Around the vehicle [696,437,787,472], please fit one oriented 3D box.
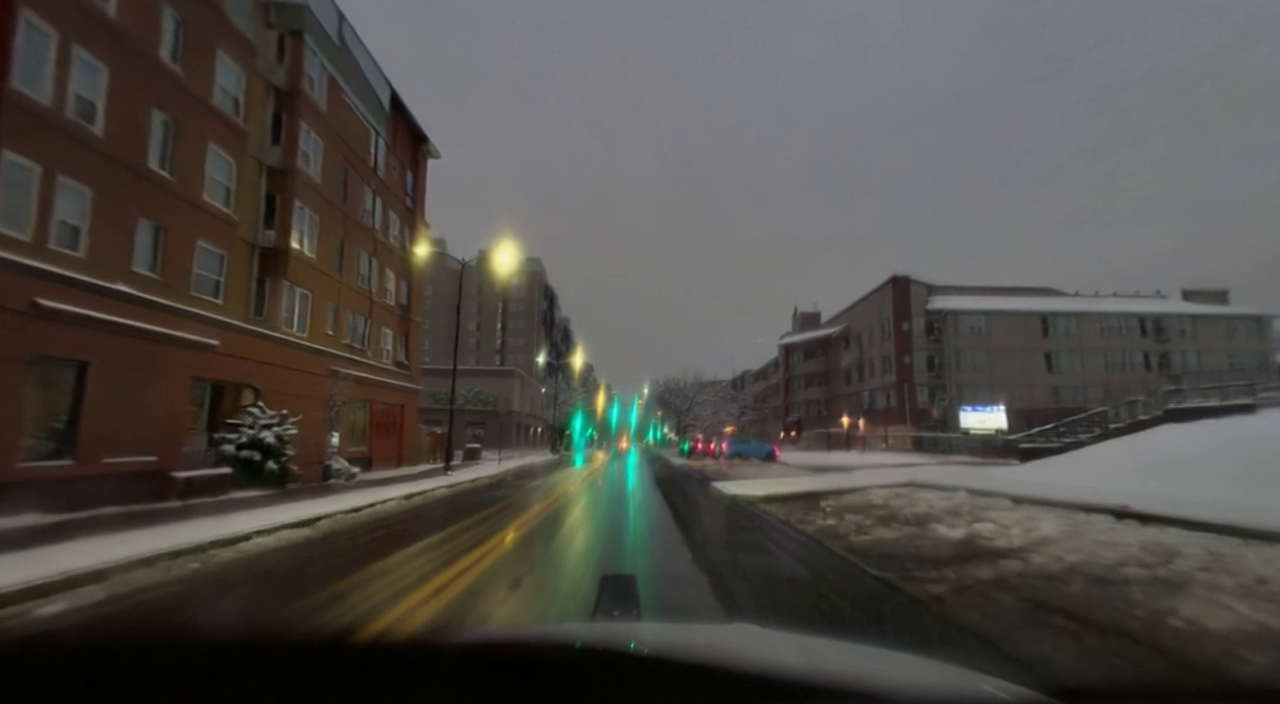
[{"bbox_3d":[4.697,4.676,29.022,3.844,1.524,1.847,5,-9,-31],"label":"vehicle"}]
